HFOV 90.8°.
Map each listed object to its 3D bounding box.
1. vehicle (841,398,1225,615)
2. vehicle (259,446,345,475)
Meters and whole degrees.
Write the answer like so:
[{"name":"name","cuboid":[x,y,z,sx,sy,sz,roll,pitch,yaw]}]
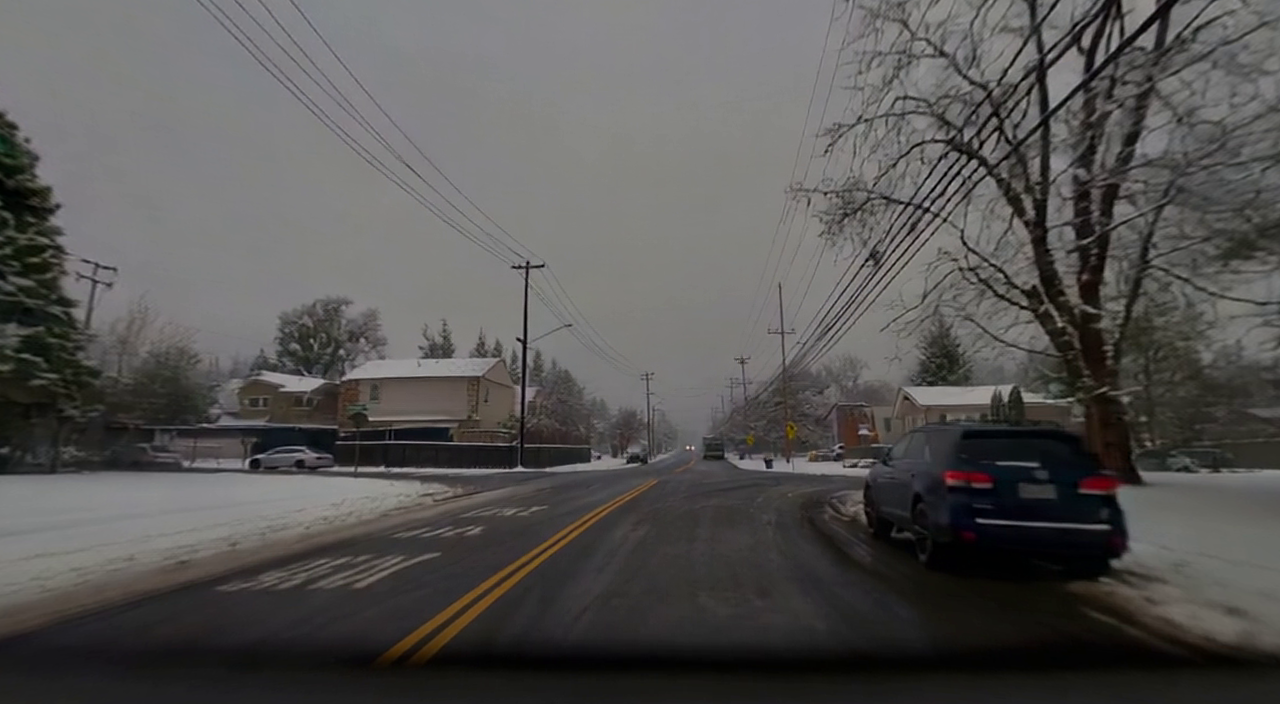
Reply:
[{"name":"vehicle","cuboid":[4.106,1.681,7.784,2.070,1.847,4.457,-1,-9,4]},{"name":"vehicle","cuboid":[-19.737,6.340,37.004,3.918,1.577,1.972,-1,-9,3]}]
